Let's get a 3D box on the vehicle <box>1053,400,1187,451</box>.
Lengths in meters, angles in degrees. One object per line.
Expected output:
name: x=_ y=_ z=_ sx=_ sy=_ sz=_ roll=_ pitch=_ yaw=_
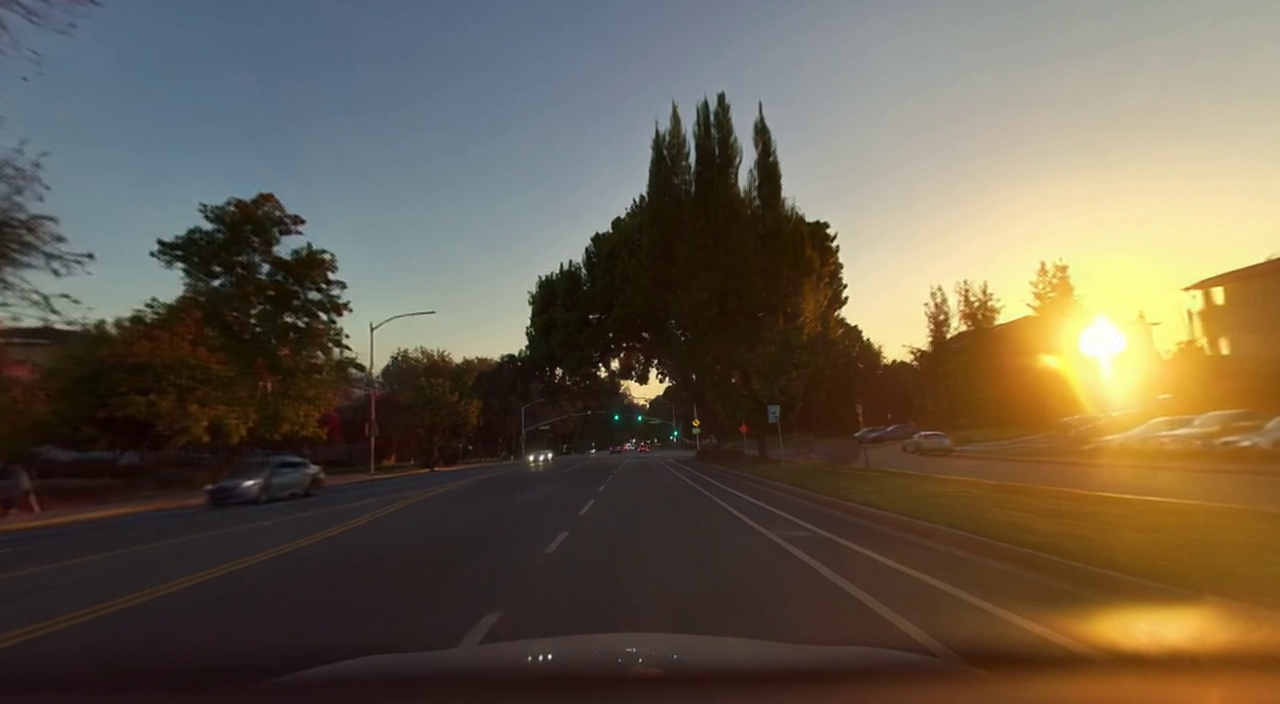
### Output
vehicle: x=22.678 y=3.511 z=29.979 sx=4.512 sy=1.837 sz=2.059 roll=-6 pitch=-8 yaw=-2

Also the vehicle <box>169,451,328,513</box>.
vehicle: x=-11.756 y=3.892 z=19.381 sx=1.999 sy=1.618 sz=4.217 roll=-1 pitch=-9 yaw=3

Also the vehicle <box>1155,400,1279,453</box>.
vehicle: x=22.208 y=2.733 z=23.083 sx=4.896 sy=1.839 sz=1.962 roll=-1 pitch=-8 yaw=2

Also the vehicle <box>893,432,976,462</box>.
vehicle: x=15.505 y=5.043 z=33.607 sx=1.882 sy=1.446 sz=4.741 roll=0 pitch=-9 yaw=-4
